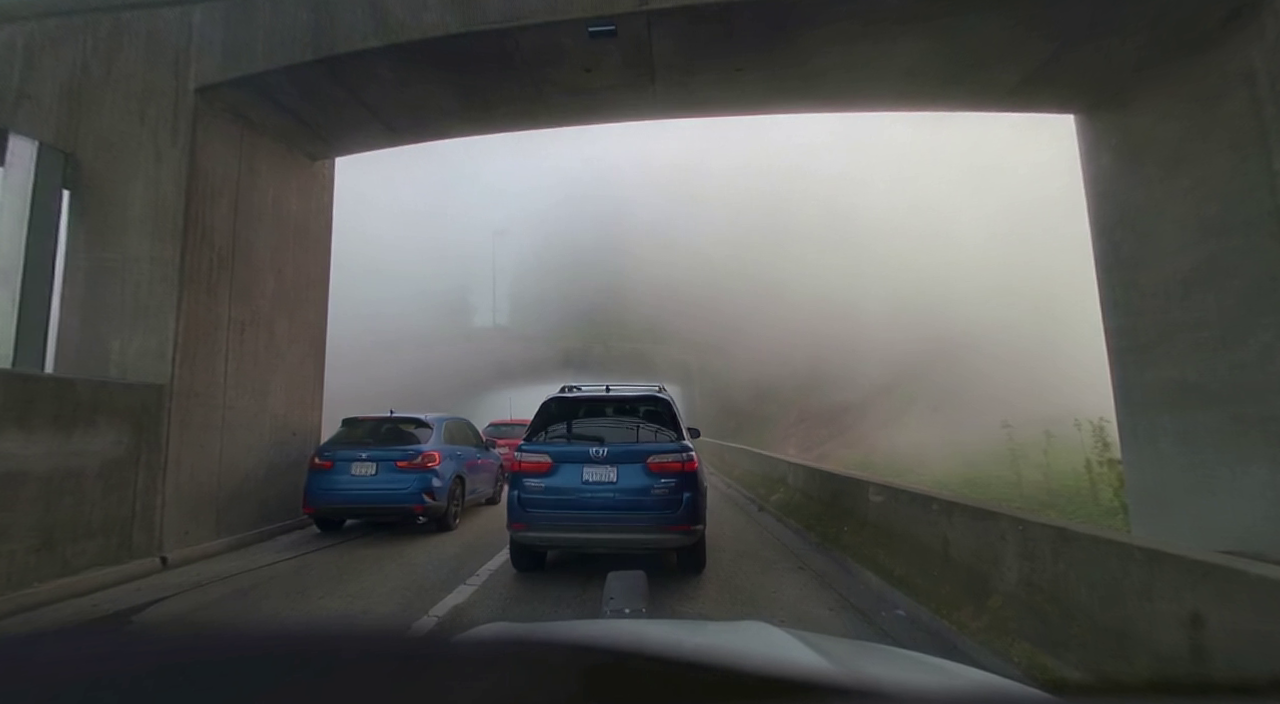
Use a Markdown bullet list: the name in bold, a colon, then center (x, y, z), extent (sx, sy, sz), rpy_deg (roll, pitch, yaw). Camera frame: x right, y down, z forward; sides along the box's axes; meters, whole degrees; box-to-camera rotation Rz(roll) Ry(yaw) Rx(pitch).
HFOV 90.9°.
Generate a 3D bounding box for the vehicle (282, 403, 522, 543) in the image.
- **vehicle**: center (-3.458, 1.873, 10.354), extent (2.017, 1.761, 4.572), rpy_deg (0, -8, 2)

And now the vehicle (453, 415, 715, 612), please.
- **vehicle**: center (-0.315, 1.540, 6.951), extent (2.020, 1.478, 4.092), rpy_deg (-1, -8, 4)
